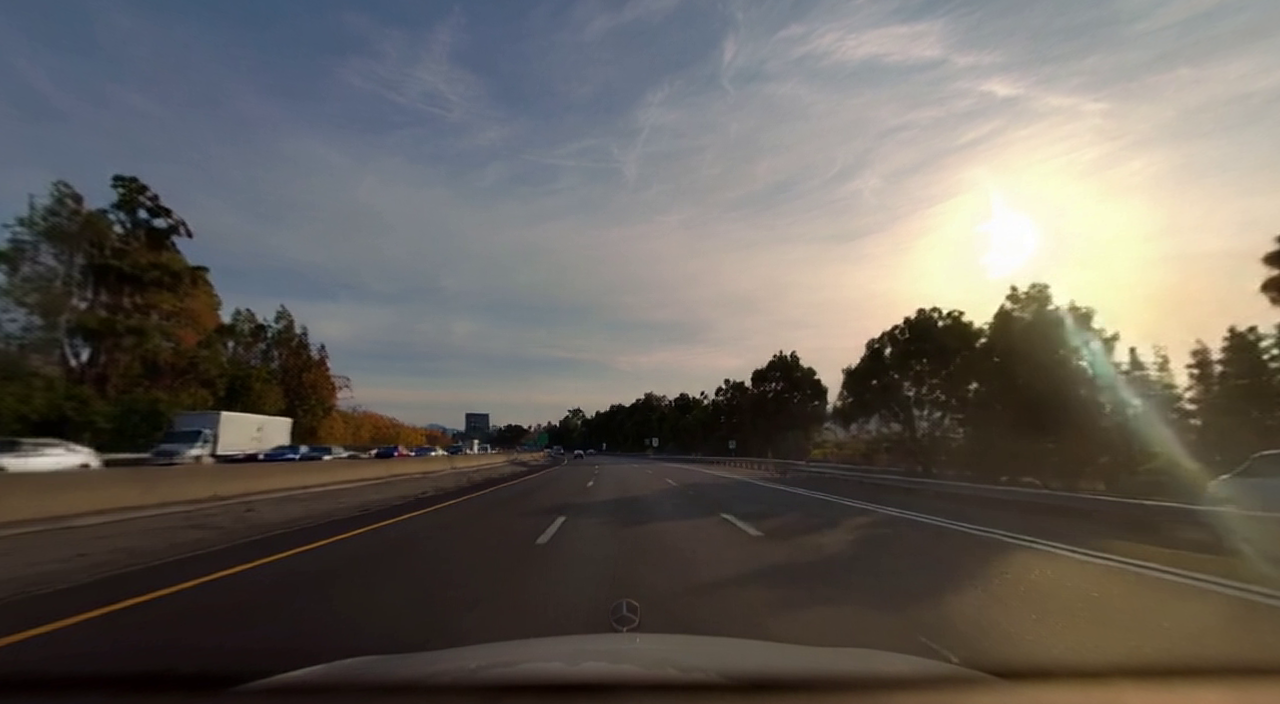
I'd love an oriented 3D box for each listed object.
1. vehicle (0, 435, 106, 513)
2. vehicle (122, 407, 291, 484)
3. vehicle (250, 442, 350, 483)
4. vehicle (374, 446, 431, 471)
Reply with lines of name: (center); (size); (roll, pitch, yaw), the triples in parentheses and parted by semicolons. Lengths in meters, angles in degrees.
vehicle: (-13.357, 2.369, 12.152); (1.898, 1.484, 4.729); (0, -9, -2)
vehicle: (-20.195, 4.489, 30.006); (2.672, 3.162, 7.942); (0, -9, -3)
vehicle: (-13.932, 4.542, 26.008); (1.870, 1.494, 4.423); (0, -9, -3)
vehicle: (-15.462, 6.949, 41.125); (1.946, 1.539, 5.095); (0, -9, -3)
